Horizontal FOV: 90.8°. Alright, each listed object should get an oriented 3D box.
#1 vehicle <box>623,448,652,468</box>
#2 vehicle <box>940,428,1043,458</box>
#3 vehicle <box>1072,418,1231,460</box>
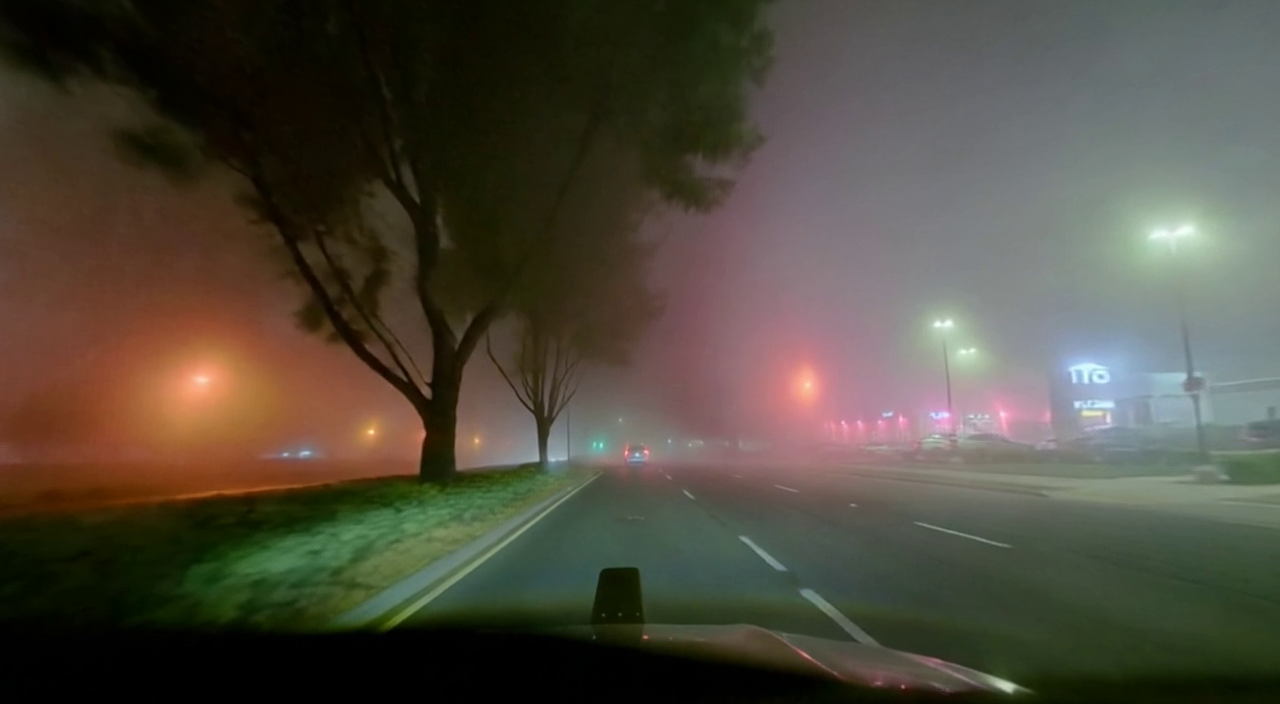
[{"bbox_3d":[-0.231,8.323,49.898,2.159,1.461,4.142,0,-9,-2],"label":"vehicle"},{"bbox_3d":[20.181,5.262,36.462,4.586,1.668,2.113,-1,-9,6],"label":"vehicle"},{"bbox_3d":[20.876,3.598,25.963,4.682,1.630,1.972,-1,-9,2],"label":"vehicle"}]
